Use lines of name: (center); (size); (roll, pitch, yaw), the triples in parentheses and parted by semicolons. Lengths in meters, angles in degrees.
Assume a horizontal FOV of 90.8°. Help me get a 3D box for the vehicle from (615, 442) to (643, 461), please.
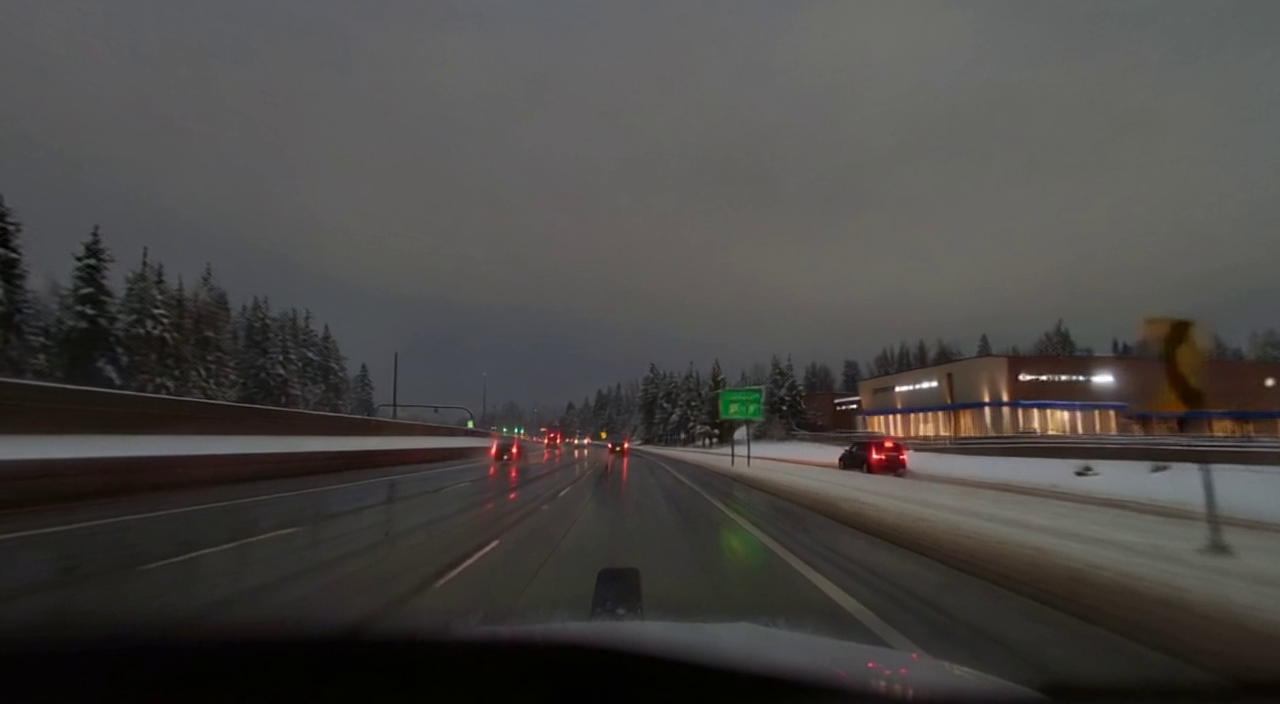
vehicle: (-0.867, 7.655, 48.770); (2.038, 1.414, 4.357); (0, -9, -2)

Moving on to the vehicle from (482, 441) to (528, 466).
vehicle: (-8.372, 6.355, 39.597); (2.009, 1.454, 4.250); (0, -9, -1)

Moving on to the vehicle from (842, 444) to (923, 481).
vehicle: (12.553, 5.702, 33.022); (2.023, 1.782, 4.193); (1, -9, -9)
